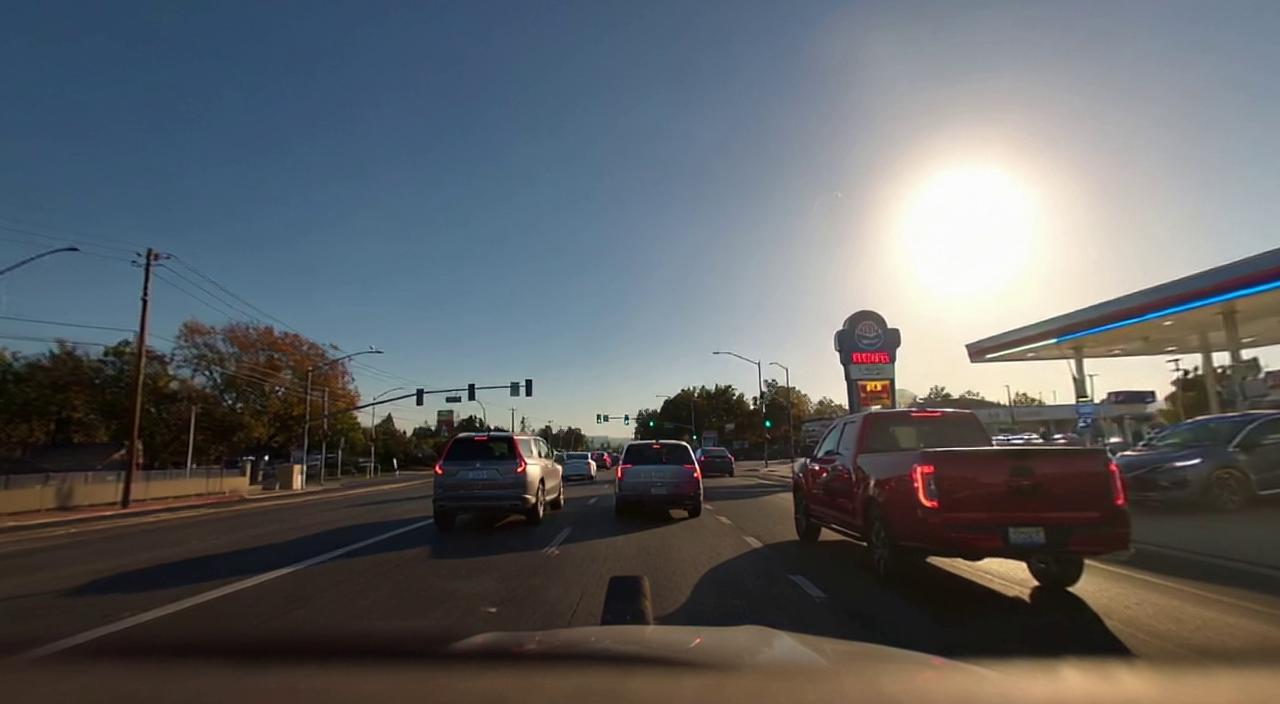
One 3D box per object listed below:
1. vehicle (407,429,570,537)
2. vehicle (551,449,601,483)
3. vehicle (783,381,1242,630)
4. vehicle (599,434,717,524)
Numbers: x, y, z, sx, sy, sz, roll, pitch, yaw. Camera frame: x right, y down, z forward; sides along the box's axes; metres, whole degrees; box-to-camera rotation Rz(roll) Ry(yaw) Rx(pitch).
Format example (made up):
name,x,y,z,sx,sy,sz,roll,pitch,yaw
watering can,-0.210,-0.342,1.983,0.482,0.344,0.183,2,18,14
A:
name,x,y,z,sx,sy,sz,roll,pitch,yaw
vehicle,-2.706,2.466,12.447,2.019,1.731,4.299,0,-9,2
vehicle,-3.067,5.522,30.861,1.954,1.497,4.078,0,-9,1
vehicle,3.413,1.555,7.473,2.161,1.868,5.321,0,-9,0
vehicle,0.317,2.682,13.823,2.181,1.650,4.083,0,-9,0
